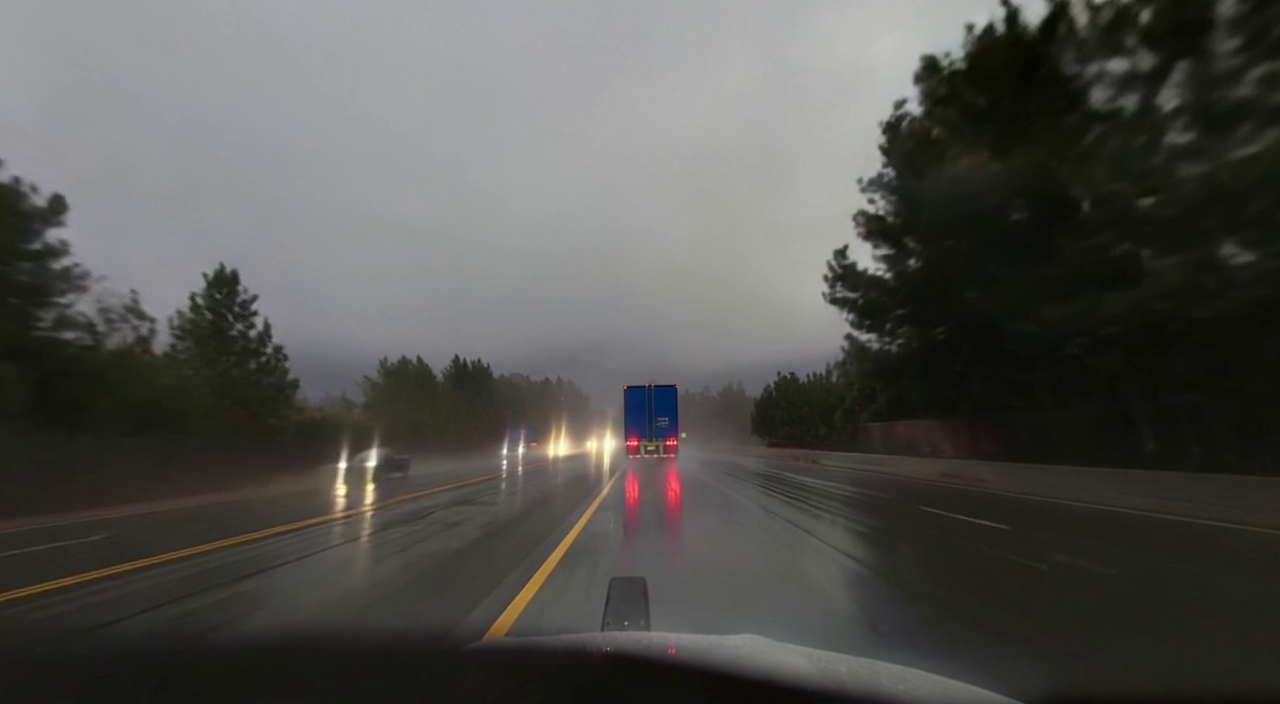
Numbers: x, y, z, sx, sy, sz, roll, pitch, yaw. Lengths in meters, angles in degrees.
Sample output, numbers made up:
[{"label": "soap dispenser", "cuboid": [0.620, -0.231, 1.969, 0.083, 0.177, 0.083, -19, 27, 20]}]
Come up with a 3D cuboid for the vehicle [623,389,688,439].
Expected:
[{"label": "vehicle", "cuboid": [0.582, 2.715, 26.737, 2.509, 1.890, 4.732, 0, -8, 0]}]

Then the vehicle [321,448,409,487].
[{"label": "vehicle", "cuboid": [-11.810, 4.945, 27.337, 1.761, 1.520, 4.276, 0, -8, 2]}]
